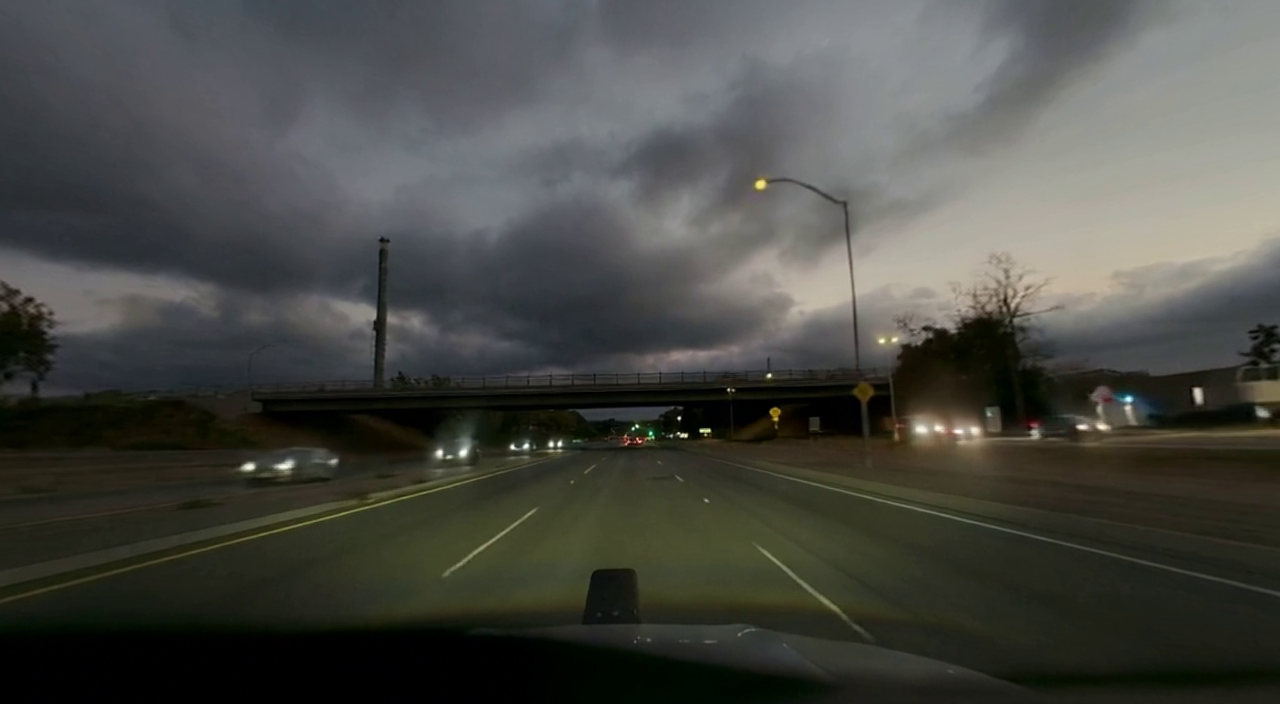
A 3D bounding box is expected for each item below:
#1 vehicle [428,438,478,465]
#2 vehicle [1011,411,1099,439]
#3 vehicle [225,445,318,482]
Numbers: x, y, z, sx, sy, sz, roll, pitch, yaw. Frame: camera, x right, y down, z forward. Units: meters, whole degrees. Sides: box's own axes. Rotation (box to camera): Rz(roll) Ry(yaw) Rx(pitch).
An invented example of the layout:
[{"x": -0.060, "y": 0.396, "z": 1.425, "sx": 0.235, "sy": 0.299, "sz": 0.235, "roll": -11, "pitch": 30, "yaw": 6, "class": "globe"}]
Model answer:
[{"x": -12.181, "y": 6.484, "z": 41.275, "sx": 2.008, "sy": 1.635, "sz": 4.139, "roll": 0, "pitch": -8, "yaw": -1, "class": "vehicle"}, {"x": 23.229, "y": 4.164, "z": 35.453, "sx": 1.807, "sy": 1.447, "sz": 4.441, "roll": 0, "pitch": -8, "yaw": -2, "class": "vehicle"}, {"x": -15.397, "y": 4.647, "z": 26.525, "sx": 1.707, "sy": 1.418, "sz": 3.736, "roll": 0, "pitch": -8, "yaw": -1, "class": "vehicle"}]
